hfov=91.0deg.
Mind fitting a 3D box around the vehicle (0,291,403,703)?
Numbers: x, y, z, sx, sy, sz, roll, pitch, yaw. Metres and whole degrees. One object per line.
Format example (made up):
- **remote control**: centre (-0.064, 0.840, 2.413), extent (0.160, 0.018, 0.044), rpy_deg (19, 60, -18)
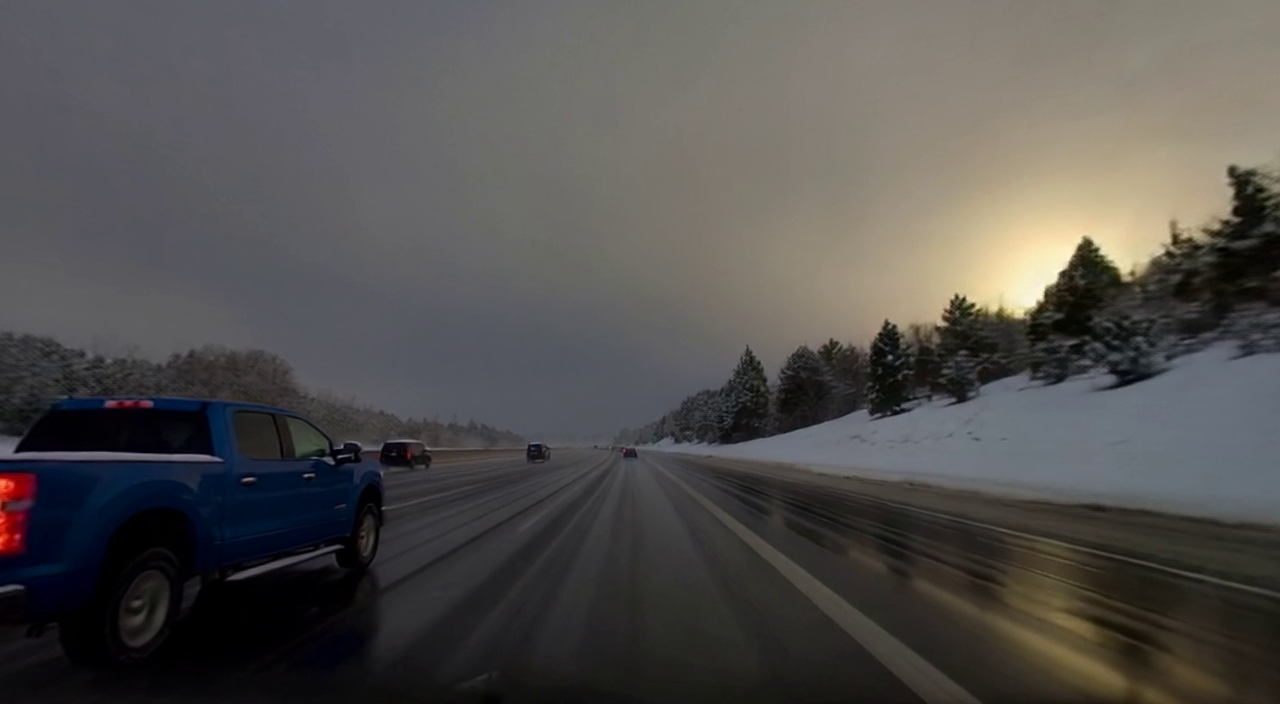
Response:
- **vehicle**: centre (-4.112, 1.001, 4.664), extent (2.339, 2.004, 6.171), rpy_deg (0, -9, 0)
